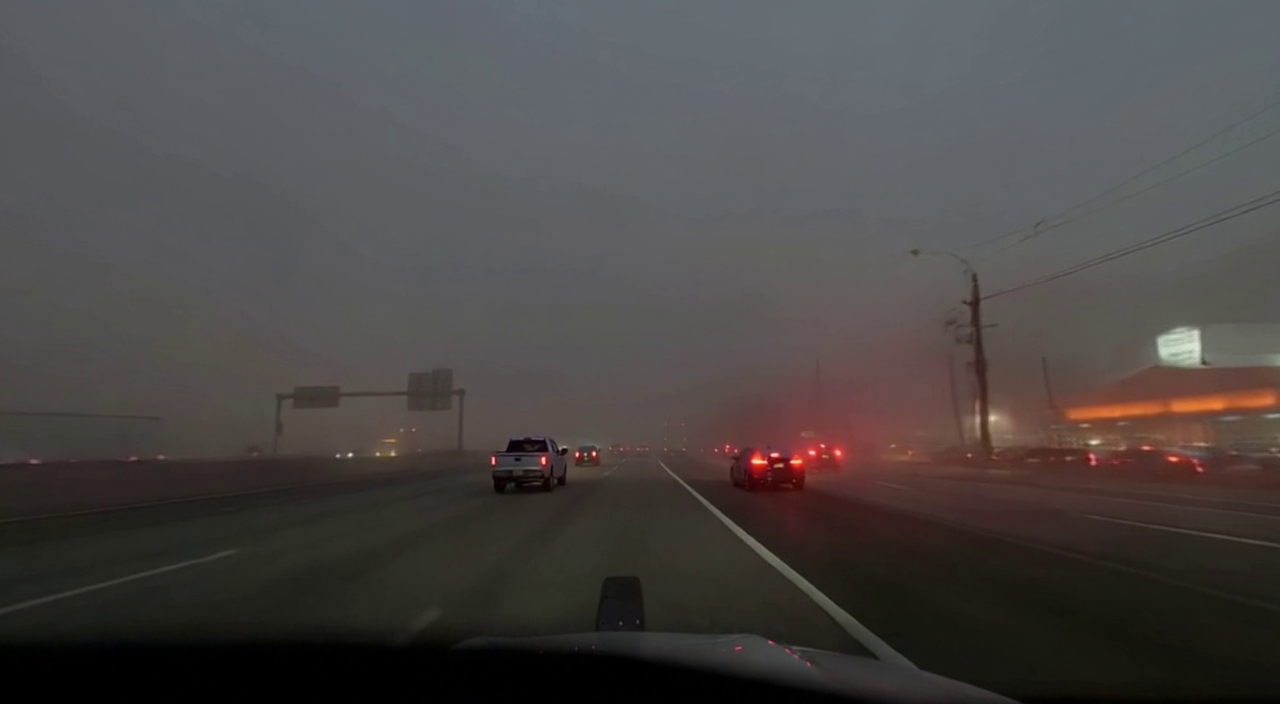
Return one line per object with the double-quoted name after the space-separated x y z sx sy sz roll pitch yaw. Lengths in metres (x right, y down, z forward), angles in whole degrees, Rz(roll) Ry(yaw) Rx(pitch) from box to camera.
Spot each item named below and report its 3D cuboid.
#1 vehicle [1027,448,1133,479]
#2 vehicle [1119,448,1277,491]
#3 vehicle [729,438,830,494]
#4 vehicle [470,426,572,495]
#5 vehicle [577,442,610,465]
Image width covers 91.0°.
29.420 7.455 42.269 5.199 1.985 2.289 -1 -9 5 "vehicle"
28.921 6.095 32.824 5.824 2.108 2.304 0 -9 2 "vehicle"
4.061 3.398 19.142 1.980 1.501 4.433 0 -9 -1 "vehicle"
-3.389 3.212 18.940 2.130 1.799 4.583 0 -9 1 "vehicle"
-3.154 6.987 43.474 1.929 1.521 4.097 0 -9 1 "vehicle"
